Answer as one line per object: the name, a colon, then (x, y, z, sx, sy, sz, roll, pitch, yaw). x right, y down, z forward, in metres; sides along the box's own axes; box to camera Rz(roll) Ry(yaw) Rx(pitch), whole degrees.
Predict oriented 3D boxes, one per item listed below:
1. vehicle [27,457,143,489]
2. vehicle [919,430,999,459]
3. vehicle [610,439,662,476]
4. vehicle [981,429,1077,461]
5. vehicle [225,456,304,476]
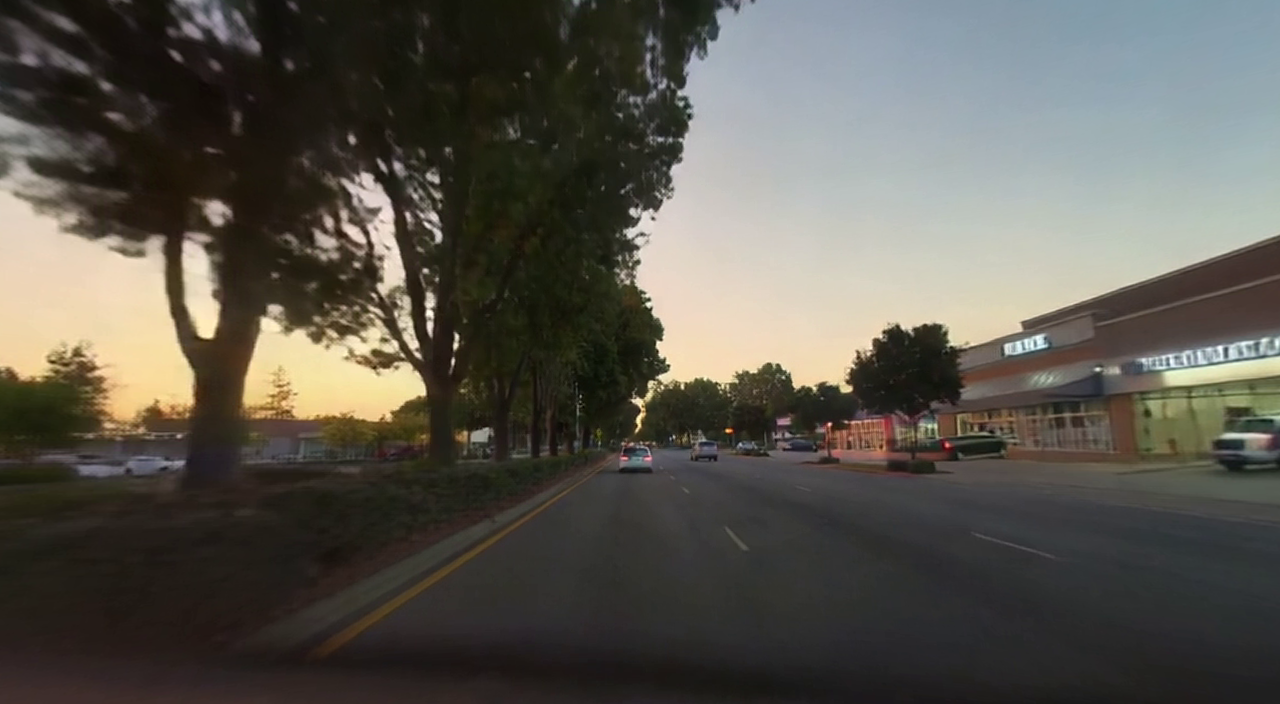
vehicle: (-30.298, 6.602, 34.586, 4.486, 1.610, 2.020, -1, -8, 3)
vehicle: (21.345, 6.229, 42.492, 2.015, 1.821, 4.696, 2, -9, -17)
vehicle: (-0.178, 4.602, 27.804, 2.126, 1.475, 3.967, 0, -8, -1)
vehicle: (21.234, 5.128, 34.737, 2.136, 1.603, 4.534, 0, -9, -4)
vehicle: (-29.314, 8.893, 49.409, 4.702, 1.471, 2.215, 0, -9, -2)
